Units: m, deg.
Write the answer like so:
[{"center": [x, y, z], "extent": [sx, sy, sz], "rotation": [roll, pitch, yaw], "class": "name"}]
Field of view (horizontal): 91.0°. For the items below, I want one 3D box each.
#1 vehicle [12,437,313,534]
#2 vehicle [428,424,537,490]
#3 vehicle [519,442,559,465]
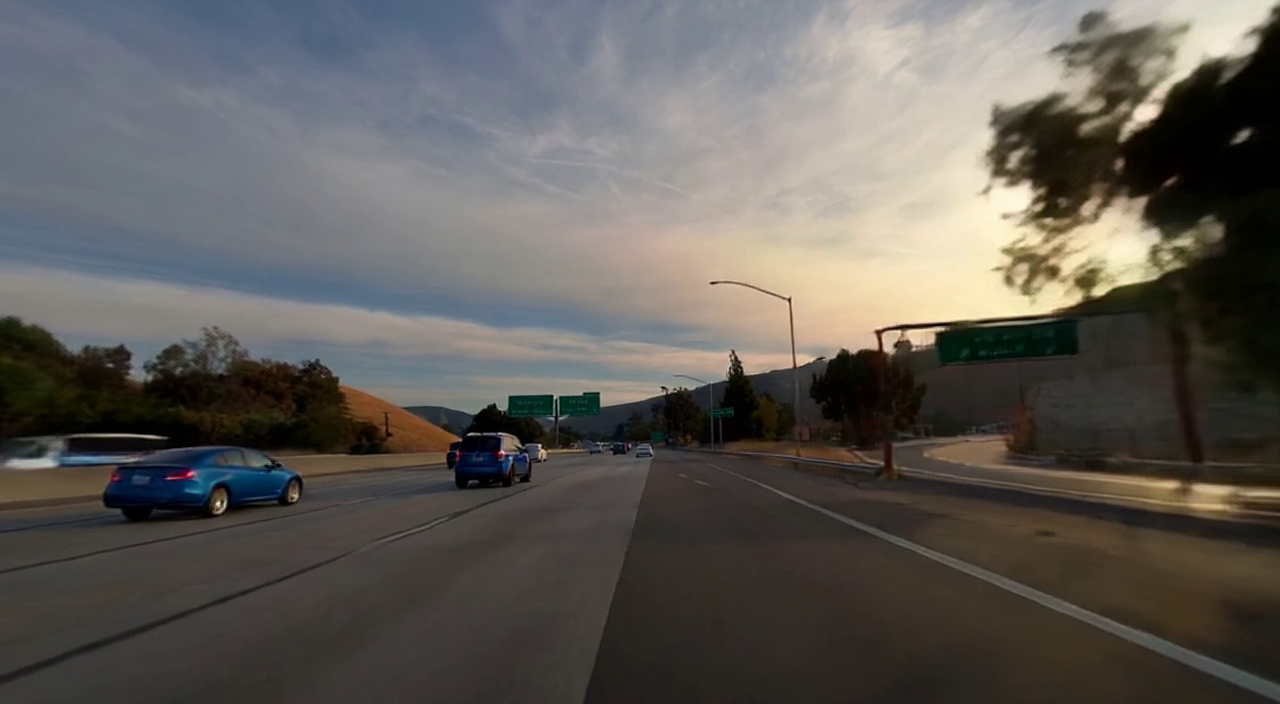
[{"center": [-8.863, 2.496, 12.477], "extent": [1.984, 1.508, 4.935], "rotation": [0, -9, 2], "class": "vehicle"}, {"center": [-5.111, 3.503, 21.289], "extent": [2.219, 1.947, 4.924], "rotation": [0, -9, 2], "class": "vehicle"}, {"center": [-7.415, 7.476, 46.532], "extent": [2.069, 1.636, 4.483], "rotation": [0, -9, 2], "class": "vehicle"}]
